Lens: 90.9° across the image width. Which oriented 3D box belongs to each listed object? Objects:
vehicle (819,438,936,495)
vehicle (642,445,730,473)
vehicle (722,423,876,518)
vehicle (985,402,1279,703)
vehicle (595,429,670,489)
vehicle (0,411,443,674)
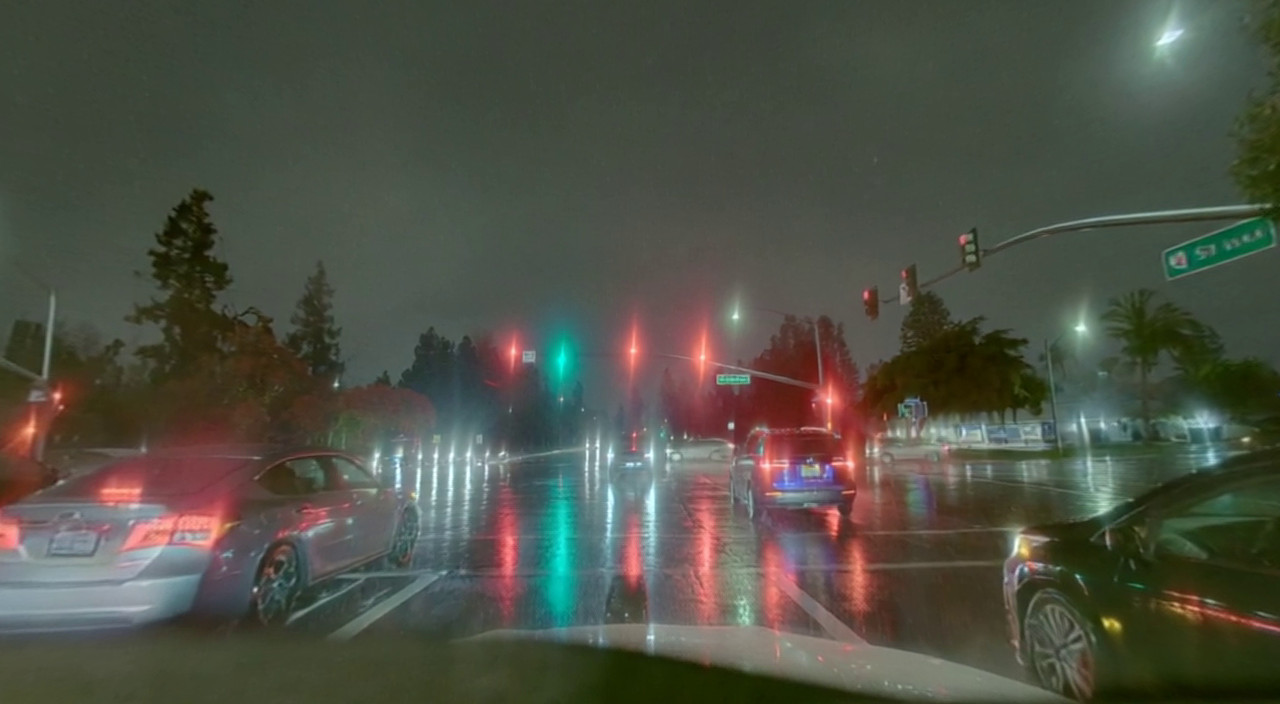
[{"bbox_3d":[6.579,3.203,17.998,1.847,1.432,4.039,0,-8,2],"label":"vehicle"},{"bbox_3d":[2.183,5.231,30.925,4.094,1.328,1.700,0,-8,-4],"label":"vehicle"},{"bbox_3d":[3.184,2.484,13.732,2.097,1.707,4.461,0,-8,-1],"label":"vehicle"},{"bbox_3d":[3.130,0.839,1.681,1.960,1.460,4.233,0,-8,-1],"label":"vehicle"},{"bbox_3d":[-0.203,3.472,20.682,2.215,1.749,3.976,0,-8,1],"label":"vehicle"},{"bbox_3d":[-3.542,1.414,5.871,1.941,1.492,4.399,0,-8,1],"label":"vehicle"}]
